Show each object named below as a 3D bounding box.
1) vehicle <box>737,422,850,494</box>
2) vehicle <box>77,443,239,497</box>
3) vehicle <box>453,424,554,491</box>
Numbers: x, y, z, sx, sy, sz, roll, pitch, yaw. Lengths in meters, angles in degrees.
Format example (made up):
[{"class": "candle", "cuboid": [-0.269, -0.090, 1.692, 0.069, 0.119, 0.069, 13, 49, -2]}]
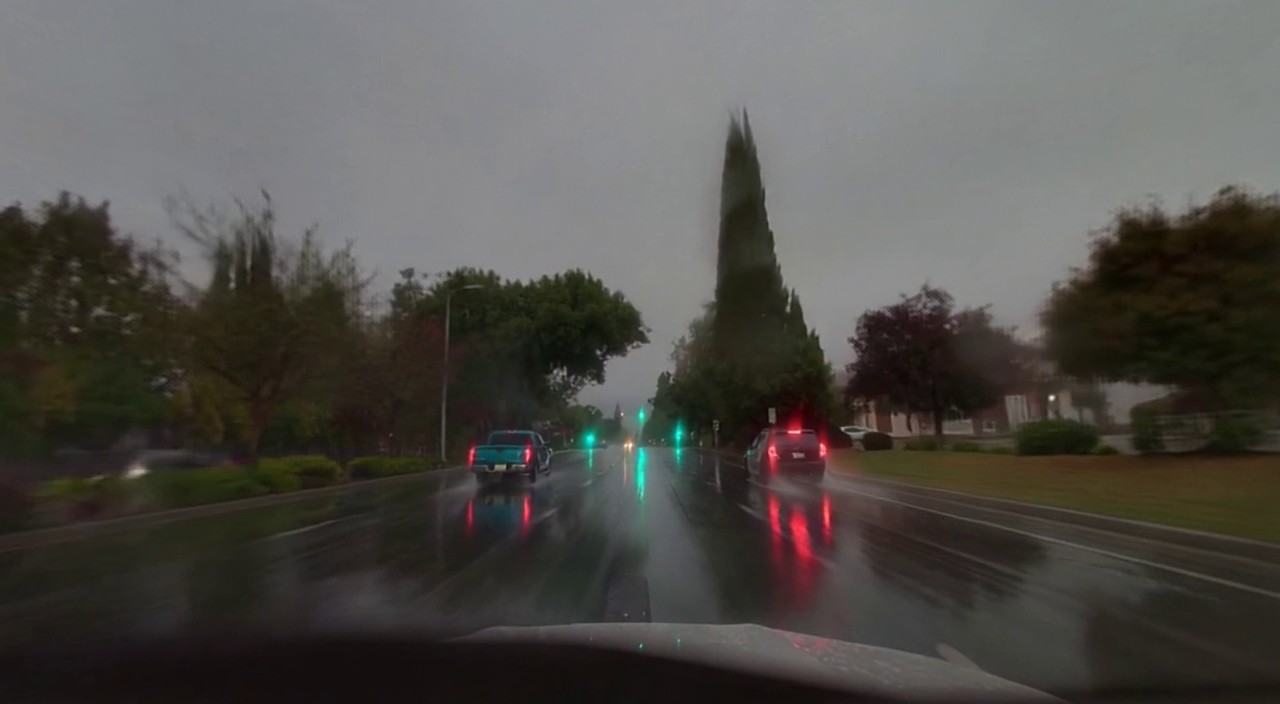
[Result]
[{"class": "vehicle", "cuboid": [4.117, 2.930, 17.742, 2.016, 1.736, 4.356, 0, -8, -1]}, {"class": "vehicle", "cuboid": [-17.277, 4.197, 23.004, 2.059, 1.743, 4.779, 0, -8, 1]}, {"class": "vehicle", "cuboid": [-3.931, 3.150, 19.090, 2.002, 1.747, 4.728, 0, -8, 0]}]
